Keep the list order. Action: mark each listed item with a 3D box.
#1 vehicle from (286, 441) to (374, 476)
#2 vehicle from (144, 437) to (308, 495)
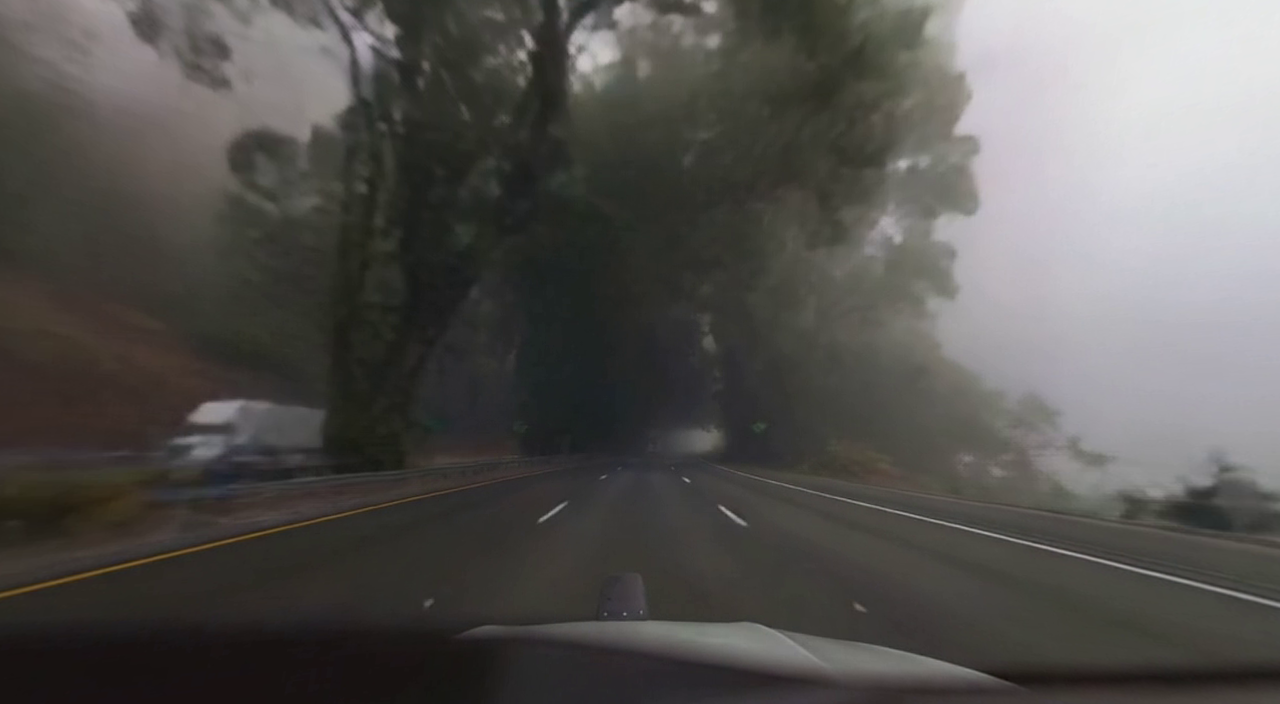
[{"bbox_3d":[-15.540,5.375,31.957,2.018,1.604,4.603,0,-9,1],"label":"vehicle"},{"bbox_3d":[-12.273,3.399,19.135,1.890,1.525,4.428,0,-9,1],"label":"vehicle"}]
